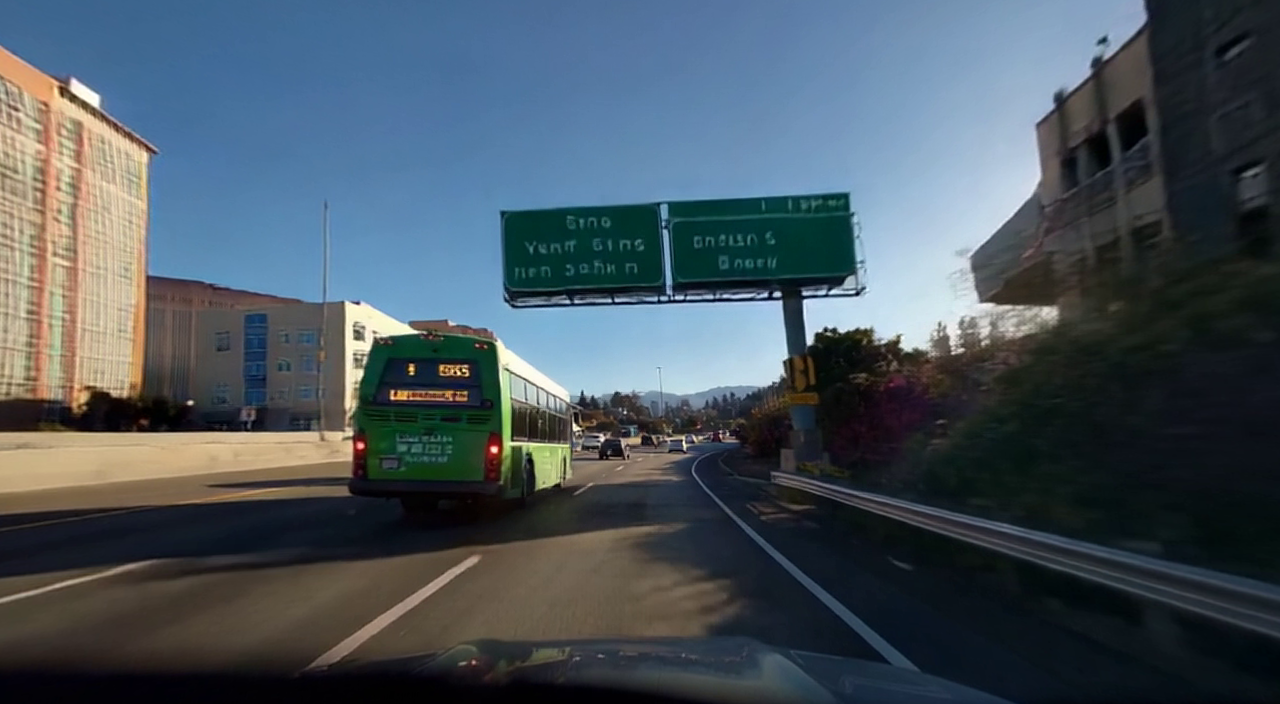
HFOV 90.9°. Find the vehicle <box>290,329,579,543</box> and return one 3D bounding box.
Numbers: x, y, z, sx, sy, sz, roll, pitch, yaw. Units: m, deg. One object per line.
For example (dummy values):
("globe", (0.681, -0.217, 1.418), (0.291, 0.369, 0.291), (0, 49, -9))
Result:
("vehicle", (-3.220, 1.745, 12.915), (2.888, 2.944, 8.373), (0, -8, 1))

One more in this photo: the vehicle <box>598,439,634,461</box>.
("vehicle", (-1.622, 6.931, 44.824), (1.928, 1.455, 4.361), (-2, -9, 6))
